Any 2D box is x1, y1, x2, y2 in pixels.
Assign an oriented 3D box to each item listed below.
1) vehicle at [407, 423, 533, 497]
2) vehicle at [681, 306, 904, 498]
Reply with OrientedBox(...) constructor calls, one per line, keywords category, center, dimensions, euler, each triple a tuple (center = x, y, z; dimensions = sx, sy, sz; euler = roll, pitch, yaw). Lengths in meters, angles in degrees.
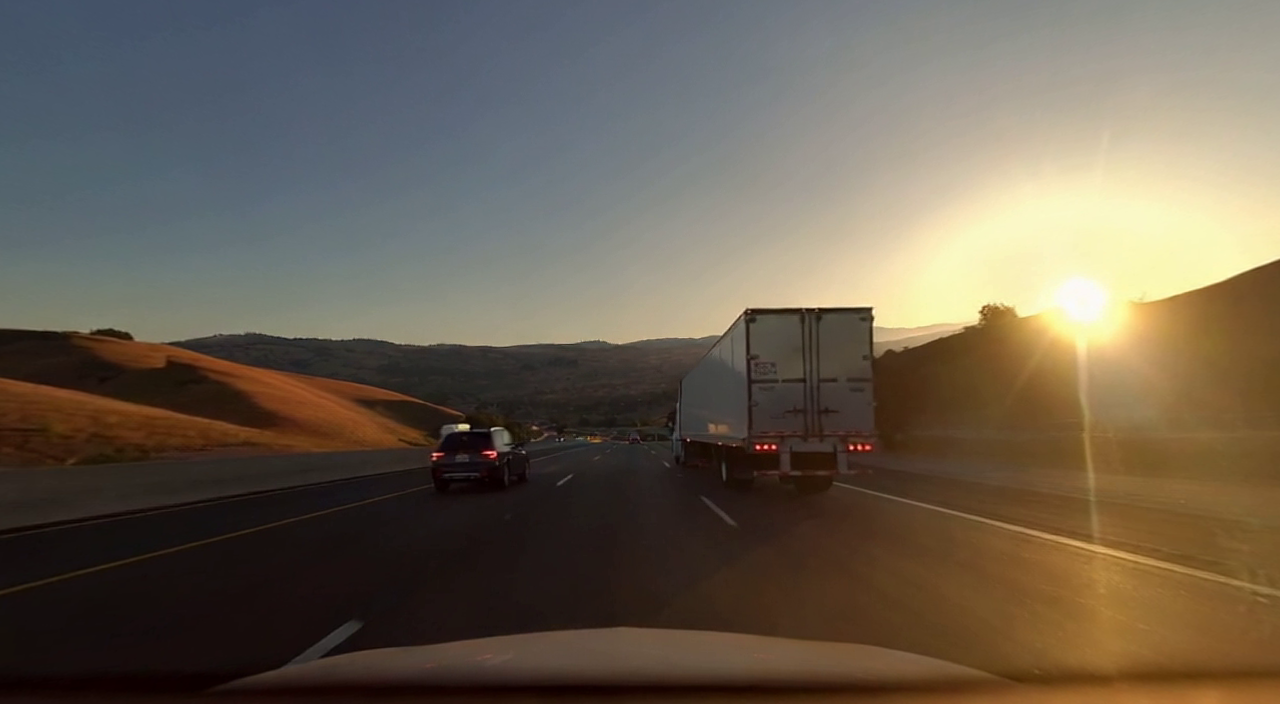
OrientedBox(category="vehicle", center=(-4.107, 2.666, 15.988), dimensions=(2.044, 1.604, 4.144), euler=(0, -8, 0))
OrientedBox(category="vehicle", center=(3.844, 2.255, 22.422), dimensions=(3.144, 4.168, 17.594), euler=(0, -8, -2))
